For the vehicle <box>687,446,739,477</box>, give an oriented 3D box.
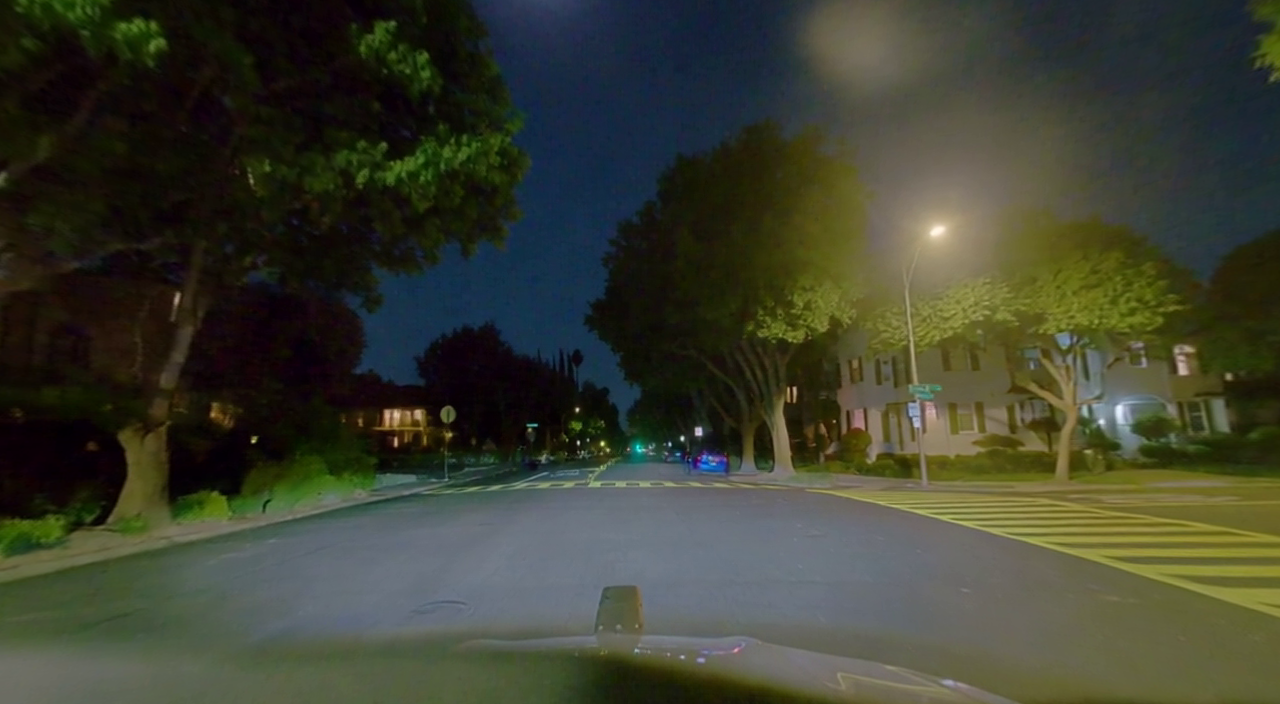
[{"bbox_3d":[3.616,5.513,32.125,1.961,1.472,4.434,0,-9,-2],"label":"vehicle"}]
